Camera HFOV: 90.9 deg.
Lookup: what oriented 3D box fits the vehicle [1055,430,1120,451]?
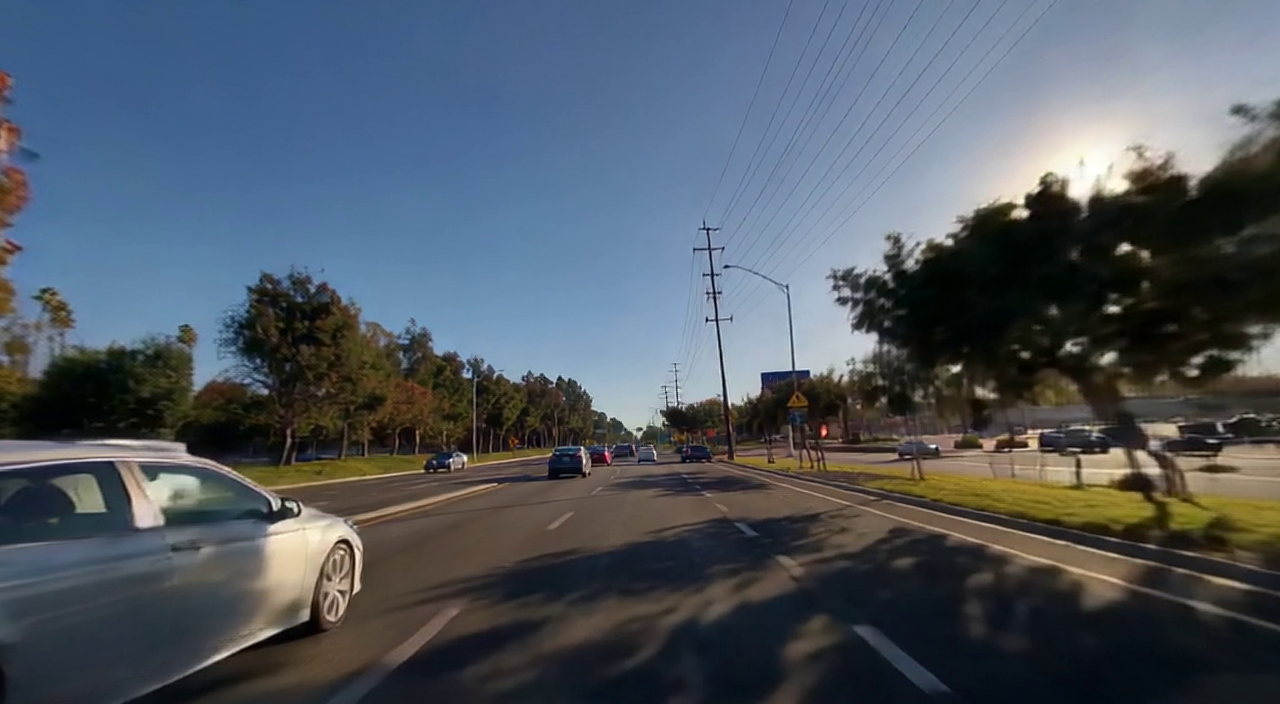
[{"bbox_3d":[34.375,6.829,48.396,4.632,1.533,2.015,4,-10,-27],"label":"vehicle"}]

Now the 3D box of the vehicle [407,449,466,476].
[{"bbox_3d":[-12.464,6.766,38.868,2.089,1.489,4.426,0,-9,1],"label":"vehicle"}]

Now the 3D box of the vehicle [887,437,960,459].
[{"bbox_3d":[21.092,7.168,47.054,4.392,1.535,2.131,0,-9,0],"label":"vehicle"}]

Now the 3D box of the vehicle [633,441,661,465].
[{"bbox_3d":[0.547,7.905,49.339,2.155,1.781,3.977,0,-9,0],"label":"vehicle"}]

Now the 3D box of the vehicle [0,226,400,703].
[{"bbox_3d":[-3.090,0.642,2.012,2.381,1.961,5.563,0,-9,1],"label":"vehicle"}]

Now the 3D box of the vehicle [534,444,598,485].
[{"bbox_3d":[-2.778,4.346,24.696,1.982,1.451,4.152,0,-9,0],"label":"vehicle"}]

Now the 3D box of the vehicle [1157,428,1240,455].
[{"bbox_3d":[34.082,5.488,38.449,4.290,1.547,1.899,3,-9,-21],"label":"vehicle"}]
